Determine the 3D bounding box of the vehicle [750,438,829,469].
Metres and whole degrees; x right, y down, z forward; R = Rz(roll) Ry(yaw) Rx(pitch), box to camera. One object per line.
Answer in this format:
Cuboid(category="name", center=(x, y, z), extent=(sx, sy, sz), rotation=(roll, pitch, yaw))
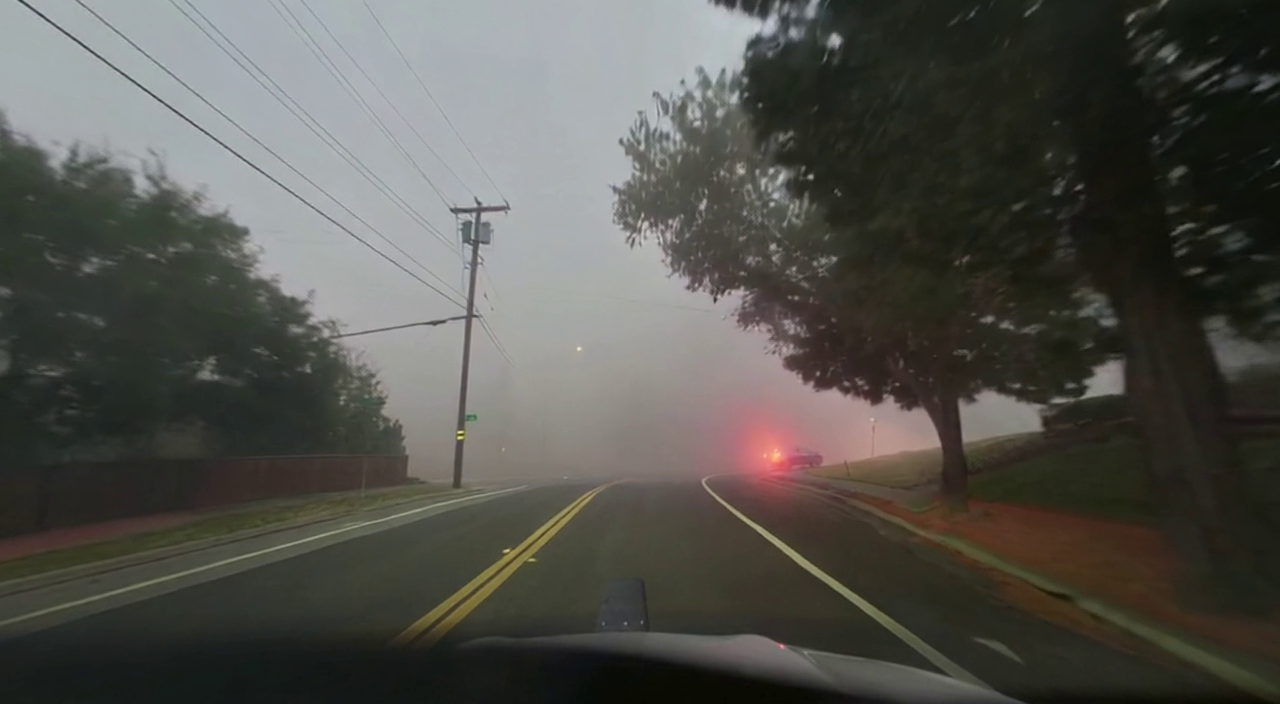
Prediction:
Cuboid(category="vehicle", center=(9.098, 6.139, 38.286), extent=(4.810, 1.732, 2.176), rotation=(7, -11, -39))
